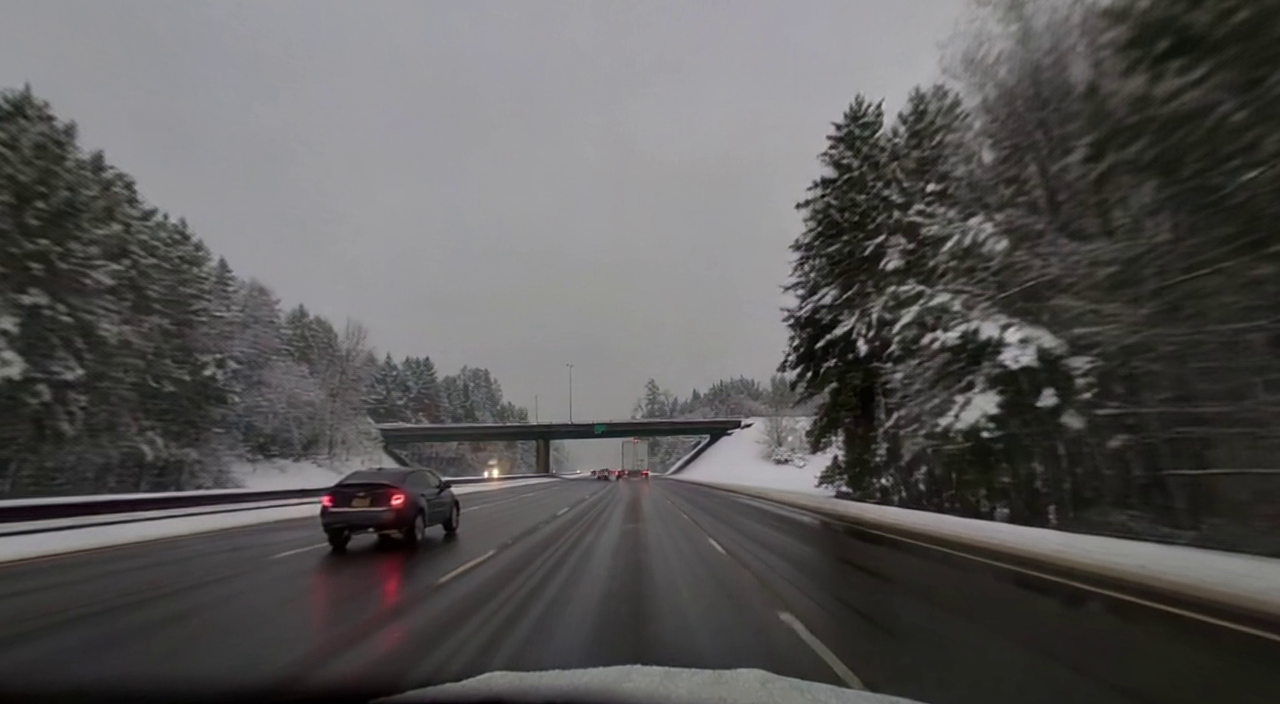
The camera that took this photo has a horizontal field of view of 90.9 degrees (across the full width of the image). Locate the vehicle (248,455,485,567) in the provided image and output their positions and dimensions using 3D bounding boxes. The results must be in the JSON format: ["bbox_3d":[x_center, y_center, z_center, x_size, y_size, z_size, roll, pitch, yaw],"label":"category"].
[{"bbox_3d":[-4.292,2.599,10.966,1.950,1.460,4.812,1,-10,0],"label":"vehicle"}]
